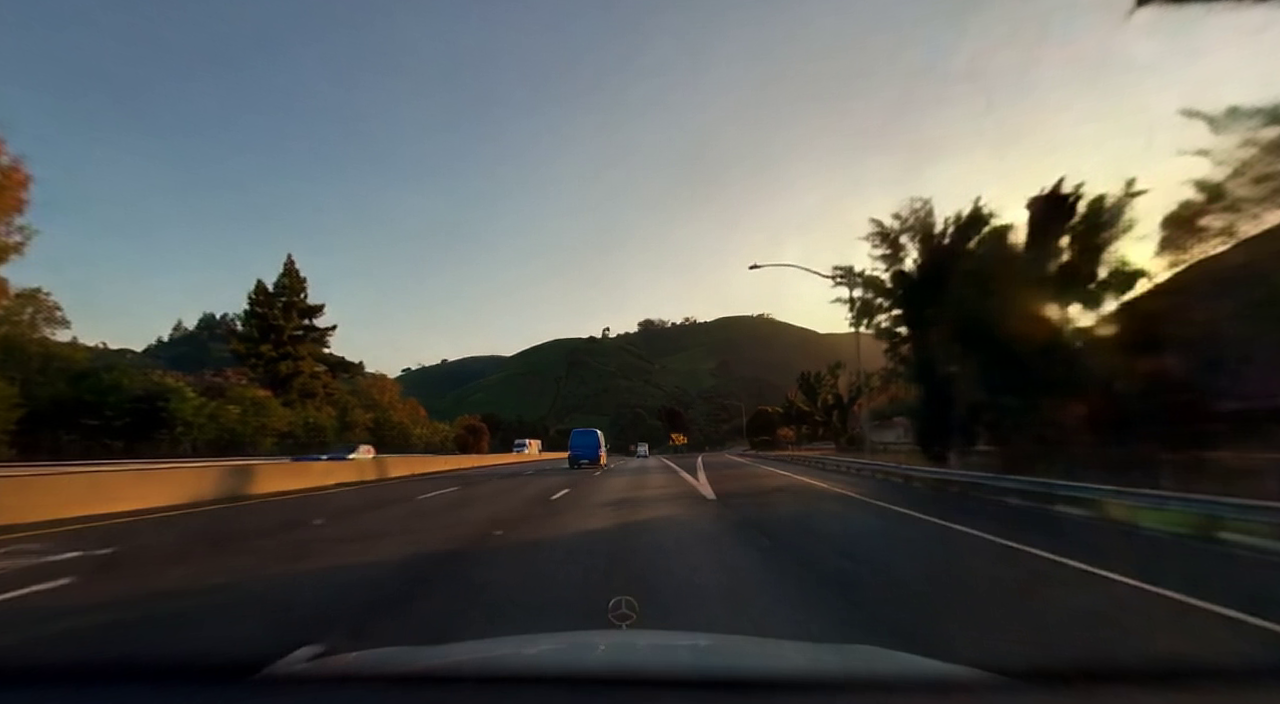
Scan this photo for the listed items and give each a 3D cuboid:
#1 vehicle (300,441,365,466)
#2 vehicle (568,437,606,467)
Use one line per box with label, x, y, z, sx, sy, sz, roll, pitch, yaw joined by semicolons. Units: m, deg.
vehicle;-21.537;7.120;44.188;1.984;1.633;4.821;0;-8;1
vehicle;-3.450;6.603;41.733;2.169;1.849;4.639;0;-8;0
